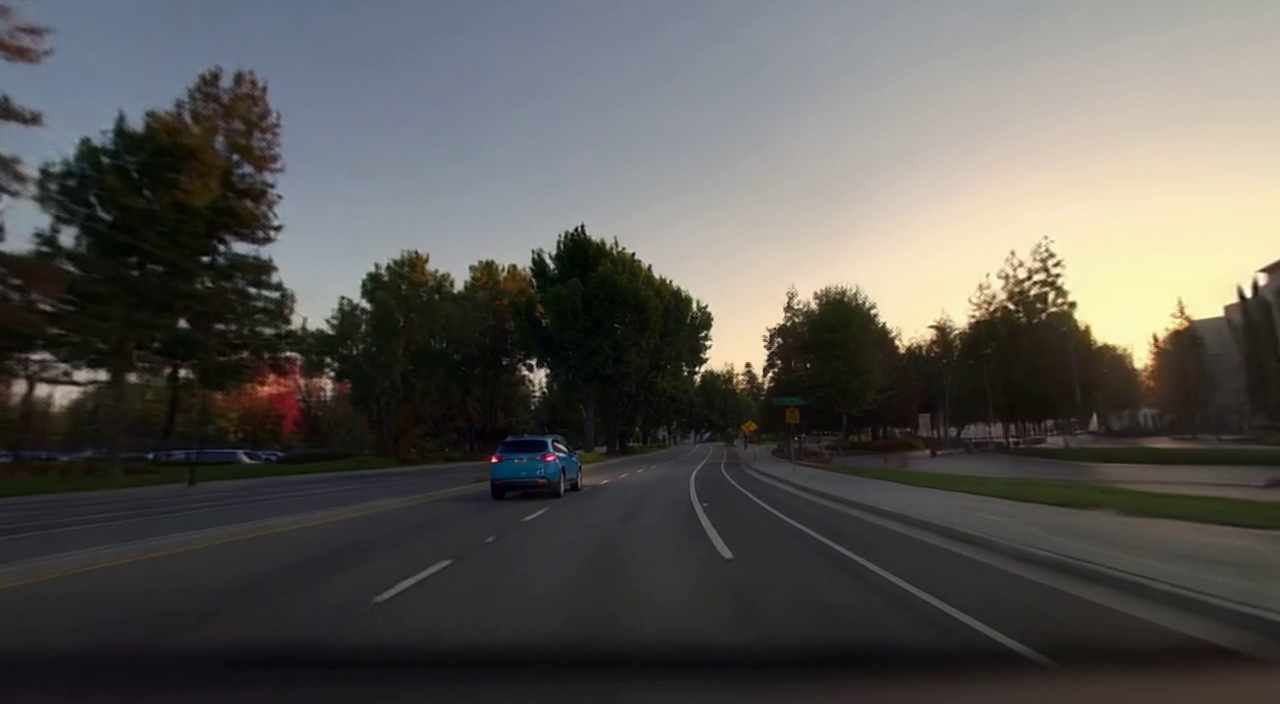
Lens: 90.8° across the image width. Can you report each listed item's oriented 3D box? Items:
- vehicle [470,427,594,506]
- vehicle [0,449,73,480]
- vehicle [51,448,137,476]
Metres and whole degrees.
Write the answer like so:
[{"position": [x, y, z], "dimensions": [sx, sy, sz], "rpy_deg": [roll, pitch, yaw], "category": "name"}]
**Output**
[{"position": [-2.560, 2.872, 16.196], "dimensions": [2.121, 1.724, 4.392], "rpy_deg": [-1, -9, 4], "category": "vehicle"}, {"position": [-43.058, 7.838, 44.080], "dimensions": [5.067, 2.065, 2.236], "rpy_deg": [-2, -9, 8], "category": "vehicle"}, {"position": [-42.846, 8.619, 49.670], "dimensions": [4.782, 2.077, 2.264], "rpy_deg": [-1, -9, 5], "category": "vehicle"}]
